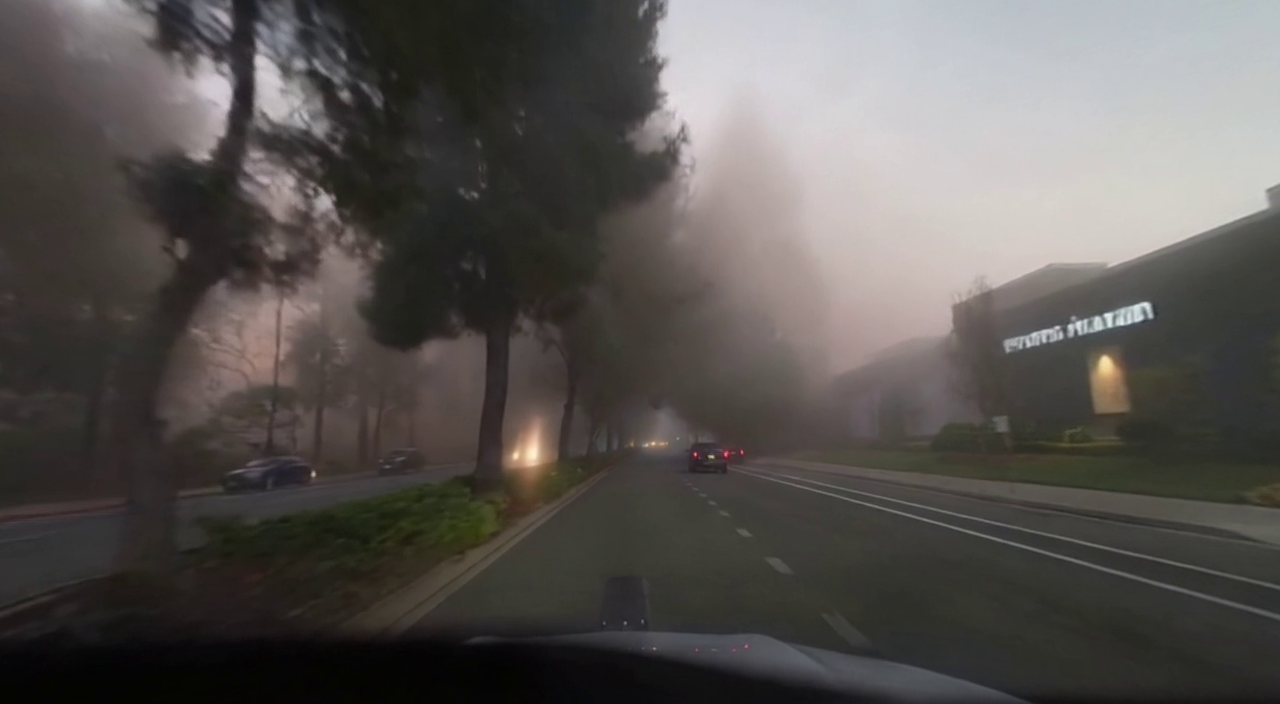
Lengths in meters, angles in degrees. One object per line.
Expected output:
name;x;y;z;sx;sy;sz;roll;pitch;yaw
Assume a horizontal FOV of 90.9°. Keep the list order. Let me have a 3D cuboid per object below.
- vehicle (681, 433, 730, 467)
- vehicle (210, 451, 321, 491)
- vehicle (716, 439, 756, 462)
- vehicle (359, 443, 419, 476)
vehicle;3.526;5.371;34.693;2.143;1.759;4.378;0;-8;-1
vehicle;-16.499;5.231;28.102;2.009;1.540;4.849;0;-8;0
vehicle;6.594;6.835;43.806;2.100;1.491;4.563;0;-8;0
vehicle;-16.426;7.012;41.559;2.070;1.892;4.708;-2;-8;0
